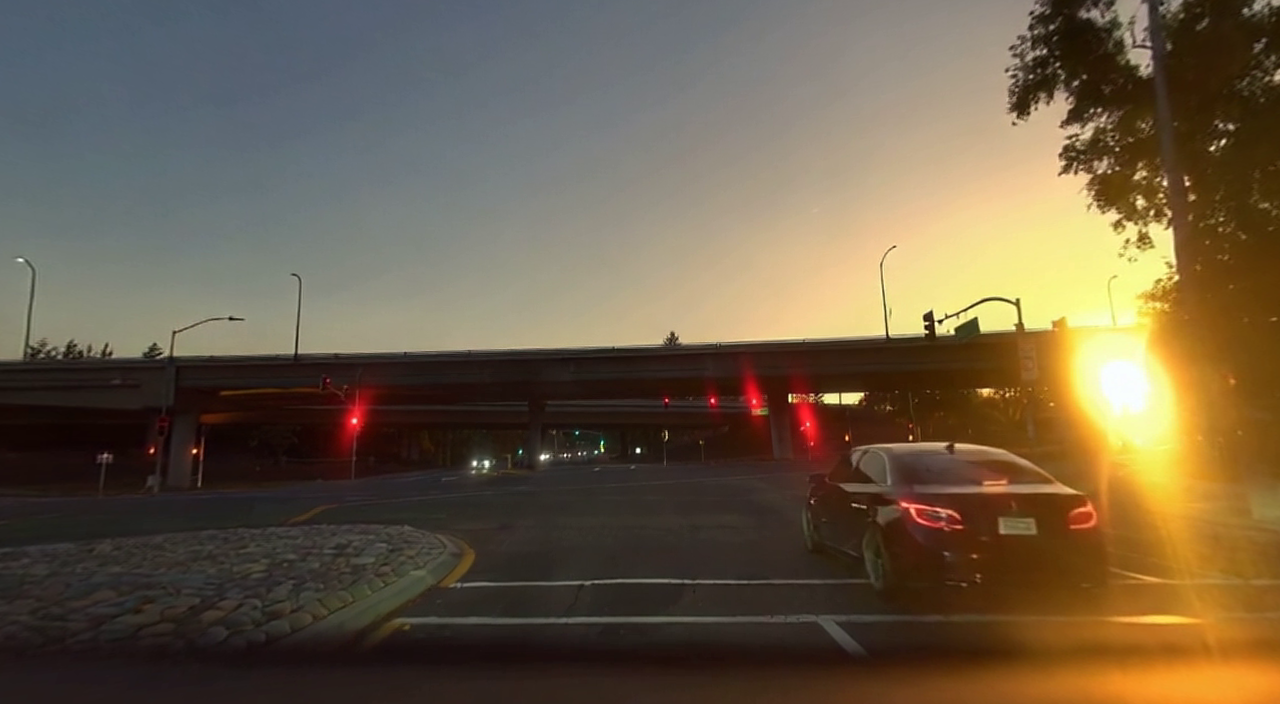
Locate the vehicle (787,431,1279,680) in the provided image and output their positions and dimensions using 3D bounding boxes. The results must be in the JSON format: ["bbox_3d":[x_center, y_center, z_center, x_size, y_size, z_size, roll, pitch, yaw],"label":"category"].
[{"bbox_3d":[2.905,1.533,6.008,1.909,1.425,4.521,0,-9,0],"label":"vehicle"}]
